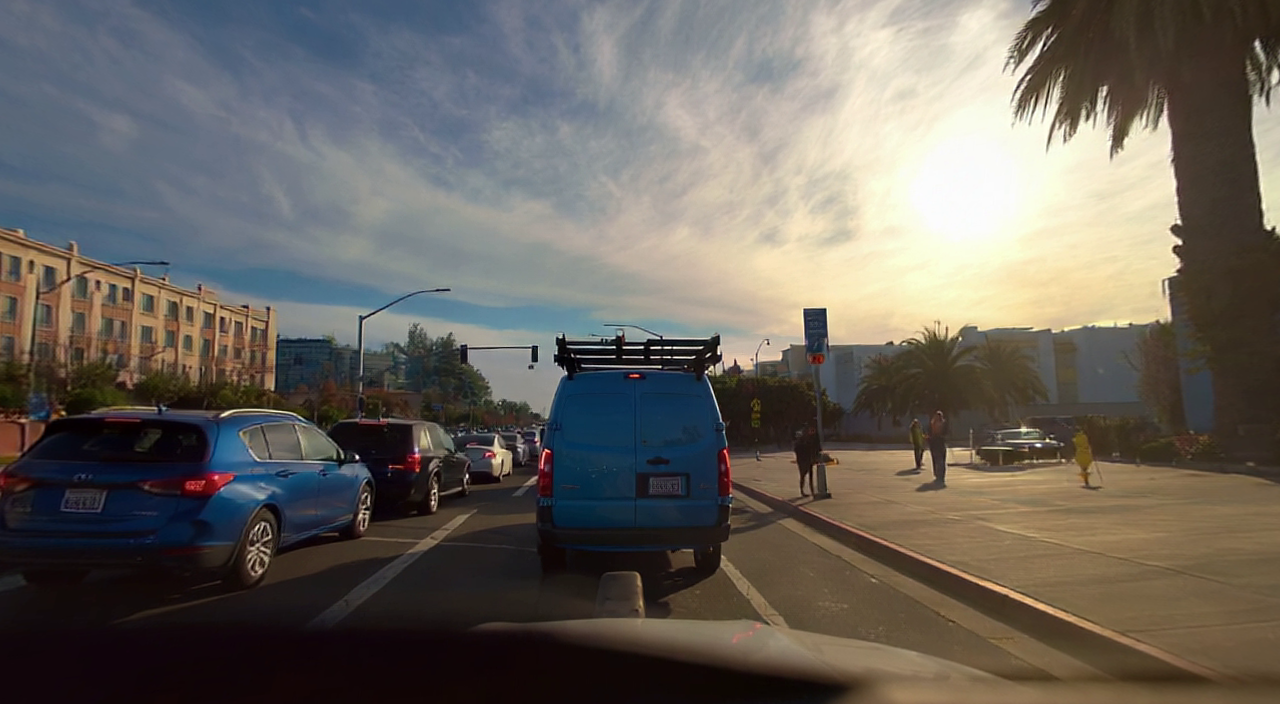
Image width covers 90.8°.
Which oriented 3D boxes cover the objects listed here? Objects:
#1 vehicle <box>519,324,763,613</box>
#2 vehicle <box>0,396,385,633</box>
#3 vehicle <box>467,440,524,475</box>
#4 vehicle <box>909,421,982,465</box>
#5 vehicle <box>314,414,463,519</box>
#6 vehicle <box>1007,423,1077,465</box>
[{"bbox_3d":[-0.202,1.211,7.169,1.902,2.238,4.263,1,-9,-6],"label":"vehicle"},{"bbox_3d":[-4.400,1.467,6.662,1.986,1.643,4.315,1,-9,-6],"label":"vehicle"},{"bbox_3d":[-6.834,4.890,29.565,1.818,1.479,4.428,4,-9,-22],"label":"vehicle"},{"bbox_3d":[12.645,3.764,26.037,2.046,1.675,3.924,-6,-10,33],"label":"vehicle"},{"bbox_3d":[-5.202,2.425,13.879,2.089,1.854,5.022,2,-9,-11],"label":"vehicle"},{"bbox_3d":[15.796,3.613,24.717,2.048,1.475,3.972,-6,-10,34],"label":"vehicle"}]
